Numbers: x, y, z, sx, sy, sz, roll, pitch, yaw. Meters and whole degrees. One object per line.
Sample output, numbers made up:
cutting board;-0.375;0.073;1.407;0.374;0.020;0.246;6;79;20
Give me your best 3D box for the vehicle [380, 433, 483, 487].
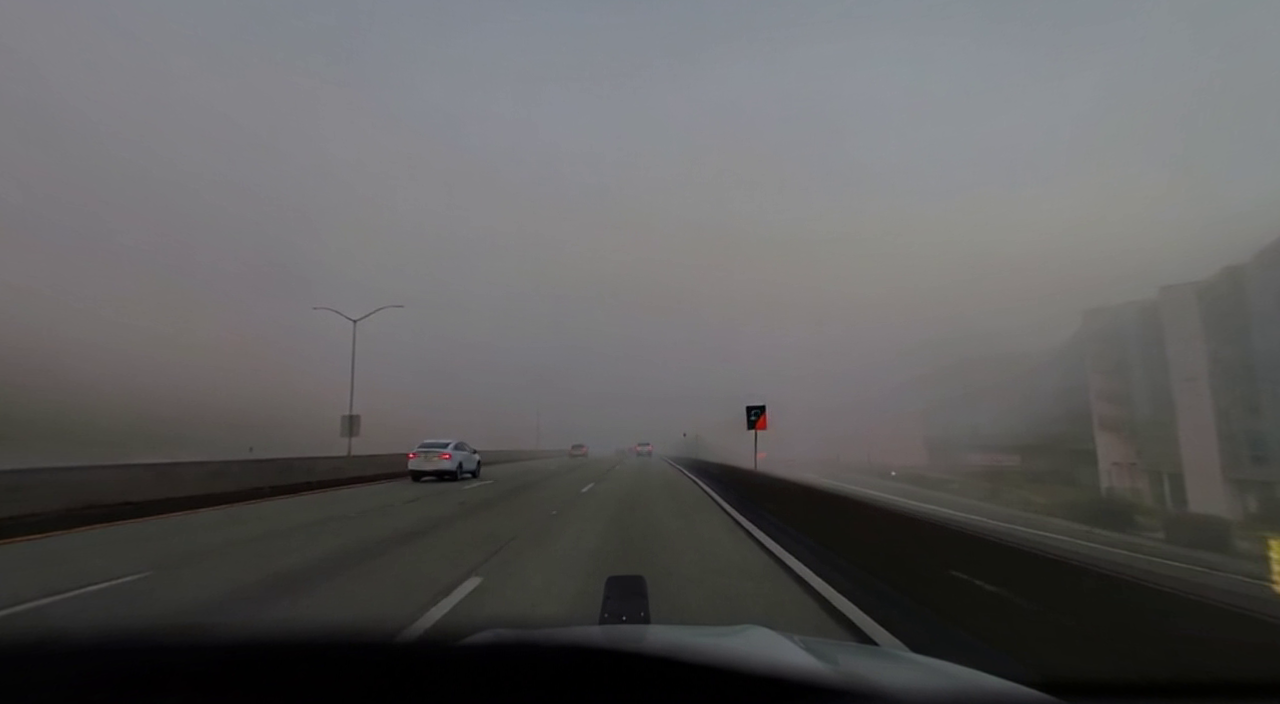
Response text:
vehicle;-7.209;3.767;22.385;2.088;1.678;4.426;-1;-8;1
